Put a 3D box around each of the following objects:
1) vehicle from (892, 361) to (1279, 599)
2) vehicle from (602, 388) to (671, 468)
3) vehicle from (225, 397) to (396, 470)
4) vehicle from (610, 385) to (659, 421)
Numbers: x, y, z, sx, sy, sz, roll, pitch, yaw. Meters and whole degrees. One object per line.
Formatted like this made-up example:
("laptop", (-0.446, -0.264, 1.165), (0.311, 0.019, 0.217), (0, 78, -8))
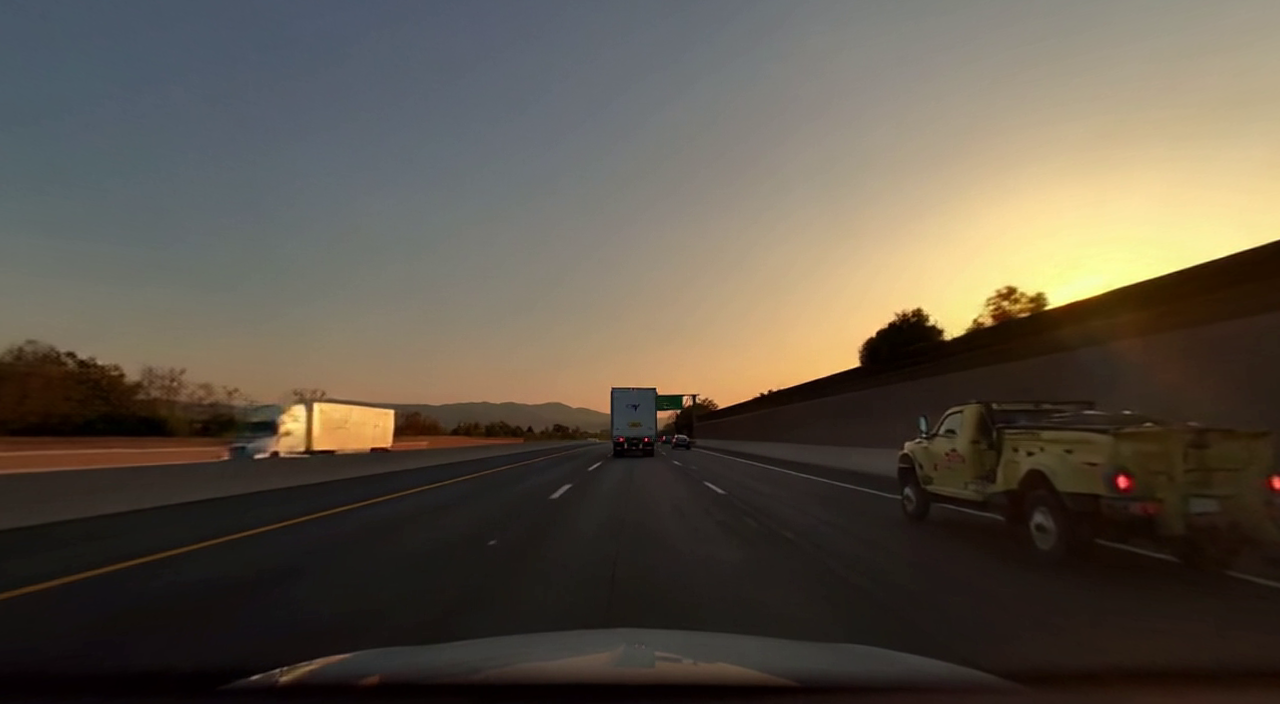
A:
("vehicle", (4.939, 1.284, 7.223), (2.091, 1.829, 4.625), (0, -8, -1))
("vehicle", (-0.358, 4.063, 33.768), (2.953, 3.406, 13.372), (1, -7, -2))
("vehicle", (-18.209, 4.745, 36.477), (2.989, 3.480, 12.878), (0, -8, 0))
("vehicle", (-0.259, 2.475, 29.594), (2.112, 1.472, 4.240), (0, -8, 0))
